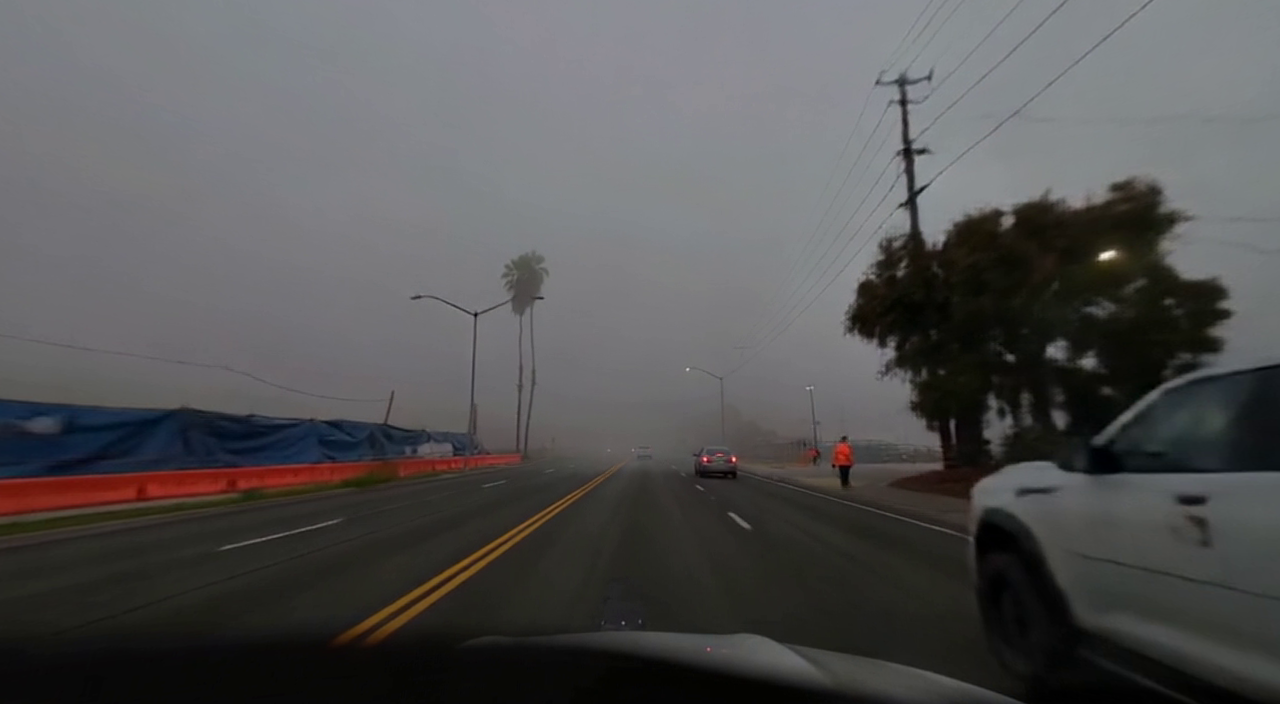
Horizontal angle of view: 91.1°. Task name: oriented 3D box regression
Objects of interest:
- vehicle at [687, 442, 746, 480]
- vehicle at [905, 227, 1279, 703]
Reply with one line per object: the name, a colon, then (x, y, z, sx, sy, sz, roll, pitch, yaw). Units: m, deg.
vehicle: (3.389, 4.929, 28.649, 2.148, 1.562, 4.642, 0, -8, 0)
vehicle: (3.112, 0.594, 1.700, 2.386, 1.970, 5.665, 0, -8, 1)
